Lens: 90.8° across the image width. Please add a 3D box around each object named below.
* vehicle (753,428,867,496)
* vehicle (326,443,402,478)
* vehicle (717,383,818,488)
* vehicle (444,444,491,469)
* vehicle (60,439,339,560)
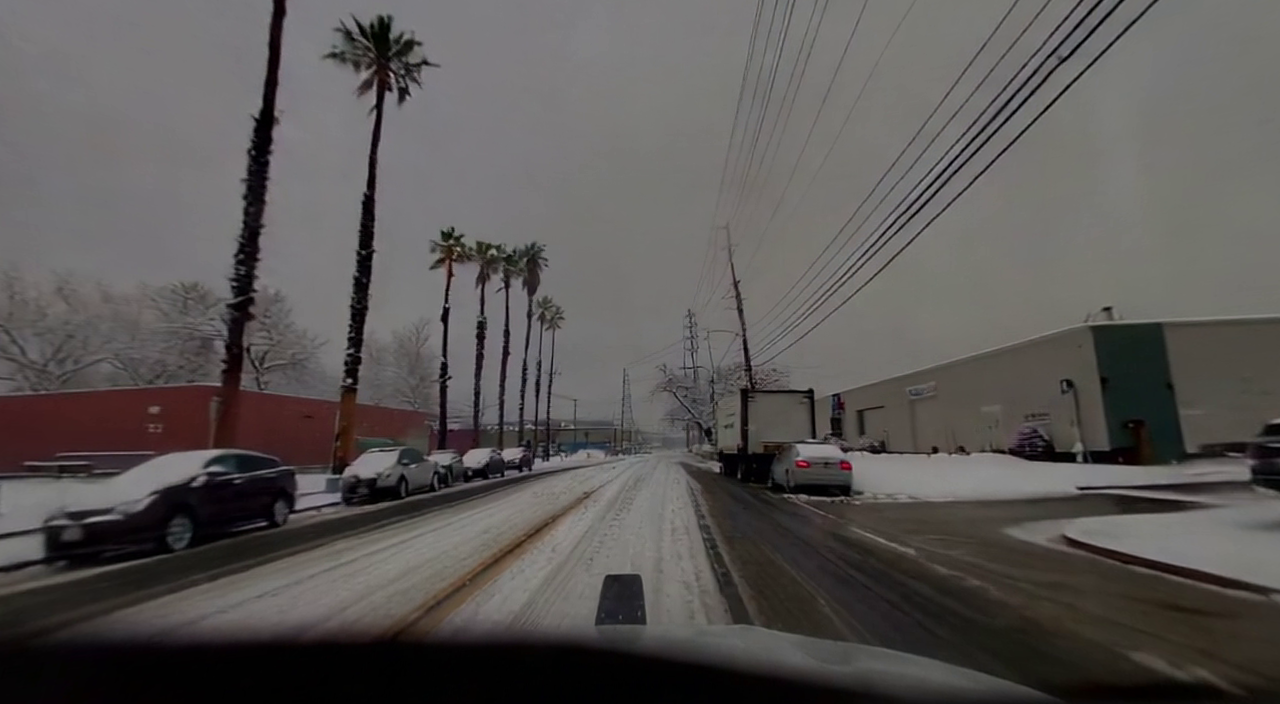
[{"bbox_3d":[4.924,3.278,19.190,2.141,1.739,5.130,0,-9,1],"label":"vehicle"},{"bbox_3d":[-16.036,6.310,37.022,2.156,1.864,4.908,-1,-9,1],"label":"vehicle"},{"bbox_3d":[5.111,3.696,27.418,2.933,3.697,10.065,-1,-9,4],"label":"vehicle"},{"bbox_3d":[-13.440,8.133,49.593,2.104,1.817,5.693,0,-9,0],"label":"vehicle"},{"bbox_3d":[-7.386,2.431,11.271,1.936,1.632,4.145,-3,-8,2],"label":"vehicle"}]
